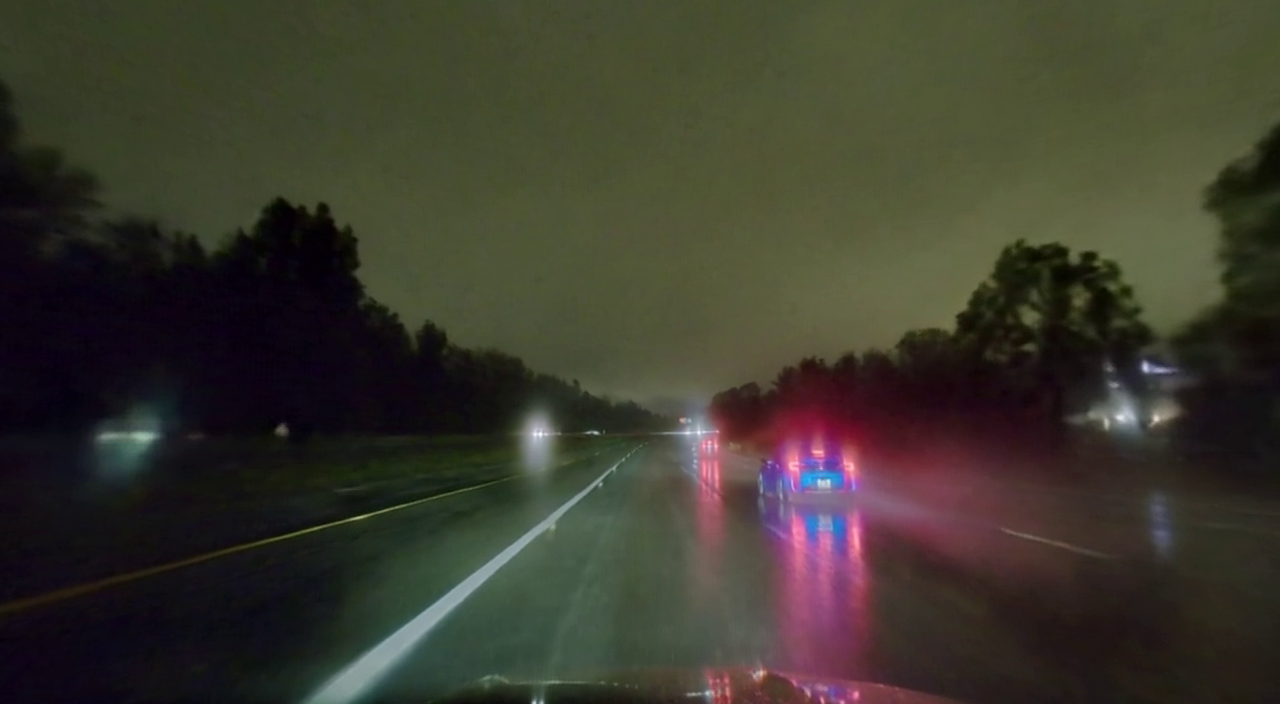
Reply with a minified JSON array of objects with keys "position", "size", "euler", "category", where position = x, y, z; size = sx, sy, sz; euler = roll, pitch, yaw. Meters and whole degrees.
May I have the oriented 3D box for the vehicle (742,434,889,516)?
[{"position":[3.694,2.687,14.221],"size":[2.050,1.546,4.344],"euler":[0,-9,0],"category":"vehicle"}]
